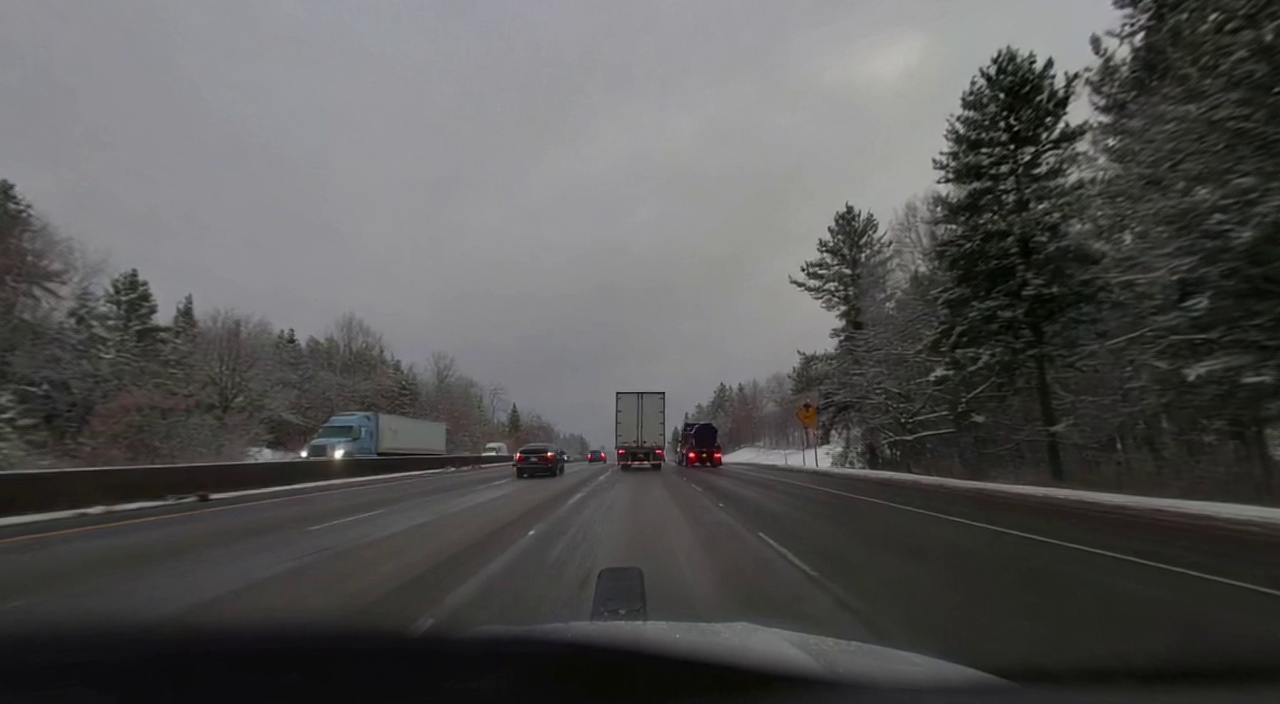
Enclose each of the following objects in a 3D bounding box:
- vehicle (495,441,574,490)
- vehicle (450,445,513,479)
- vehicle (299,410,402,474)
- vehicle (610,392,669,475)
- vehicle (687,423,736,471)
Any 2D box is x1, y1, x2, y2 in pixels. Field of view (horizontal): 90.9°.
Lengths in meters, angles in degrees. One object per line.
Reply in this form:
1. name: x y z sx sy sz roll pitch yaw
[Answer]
1. vehicle: -3.569 3.928 22.117 2.061 1.555 3.900 0 -9 0
2. vehicle: -7.362 5.163 29.689 1.926 1.482 3.959 0 -9 1
3. vehicle: -18.373 5.844 40.678 3.084 3.687 7.389 0 -9 -1
4. vehicle: -0.119 4.946 37.118 2.875 4.056 12.312 0 -9 -1
5. vehicle: 4.556 6.138 40.699 2.565 2.902 3.798 0 -9 -2
